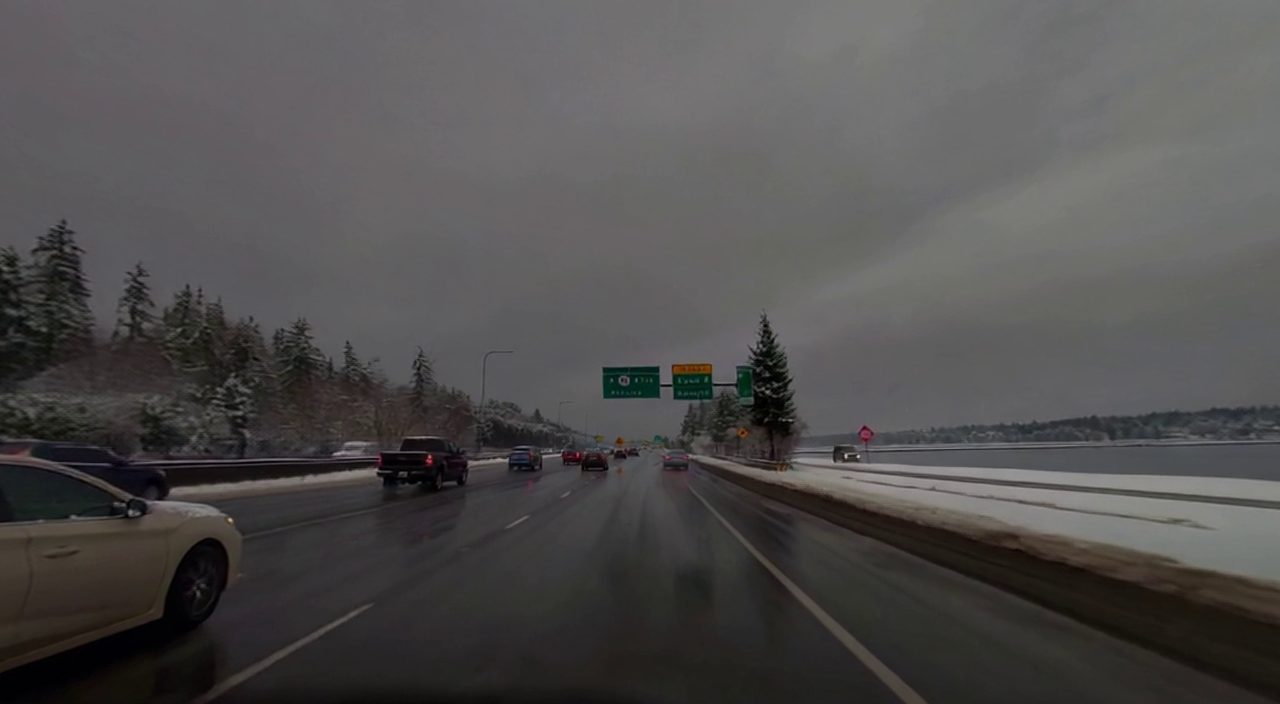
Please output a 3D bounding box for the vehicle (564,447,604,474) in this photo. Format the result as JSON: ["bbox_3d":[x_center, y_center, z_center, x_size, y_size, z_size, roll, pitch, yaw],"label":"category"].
[{"bbox_3d":[-3.667,7.227,42.254,2.132,1.708,4.571,0,-9,1],"label":"vehicle"}]

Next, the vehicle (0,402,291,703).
[{"bbox_3d":[-4.123,1.037,3.196,2.027,1.547,4.511,0,-9,1],"label":"vehicle"}]

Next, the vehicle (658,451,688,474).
[{"bbox_3d":[2.462,8.229,47.070,2.153,1.510,4.646,0,-9,3],"label":"vehicle"}]

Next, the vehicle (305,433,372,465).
[{"bbox_3d":[-23.597,7.619,49.520,2.237,2.265,5.746,0,-9,2],"label":"vehicle"}]

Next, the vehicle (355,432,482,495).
[{"bbox_3d":[-7.466,3.823,22.034,2.250,1.870,5.647,0,-9,2],"label":"vehicle"}]
